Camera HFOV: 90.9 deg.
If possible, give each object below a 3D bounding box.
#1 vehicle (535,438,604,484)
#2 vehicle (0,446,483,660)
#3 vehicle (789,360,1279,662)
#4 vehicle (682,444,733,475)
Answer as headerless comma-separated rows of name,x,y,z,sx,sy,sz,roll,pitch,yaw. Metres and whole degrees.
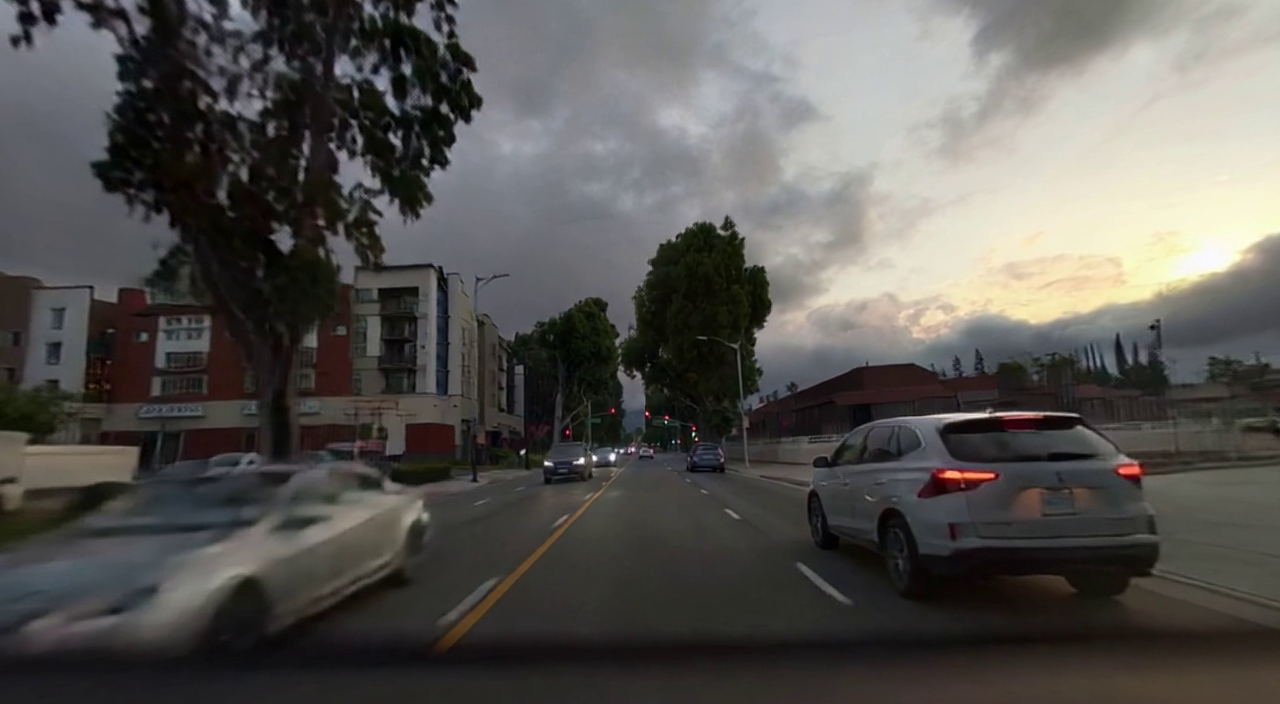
vehicle,-3.136,5.079,29.707,2.304,1.886,6.516,0,-9,2
vehicle,-3.316,1.711,6.540,2.133,1.439,4.280,0,-9,2
vehicle,3.305,1.364,6.540,2.251,1.861,5.144,0,-9,0
vehicle,3.449,5.622,33.167,2.072,1.471,4.834,0,-9,-1
